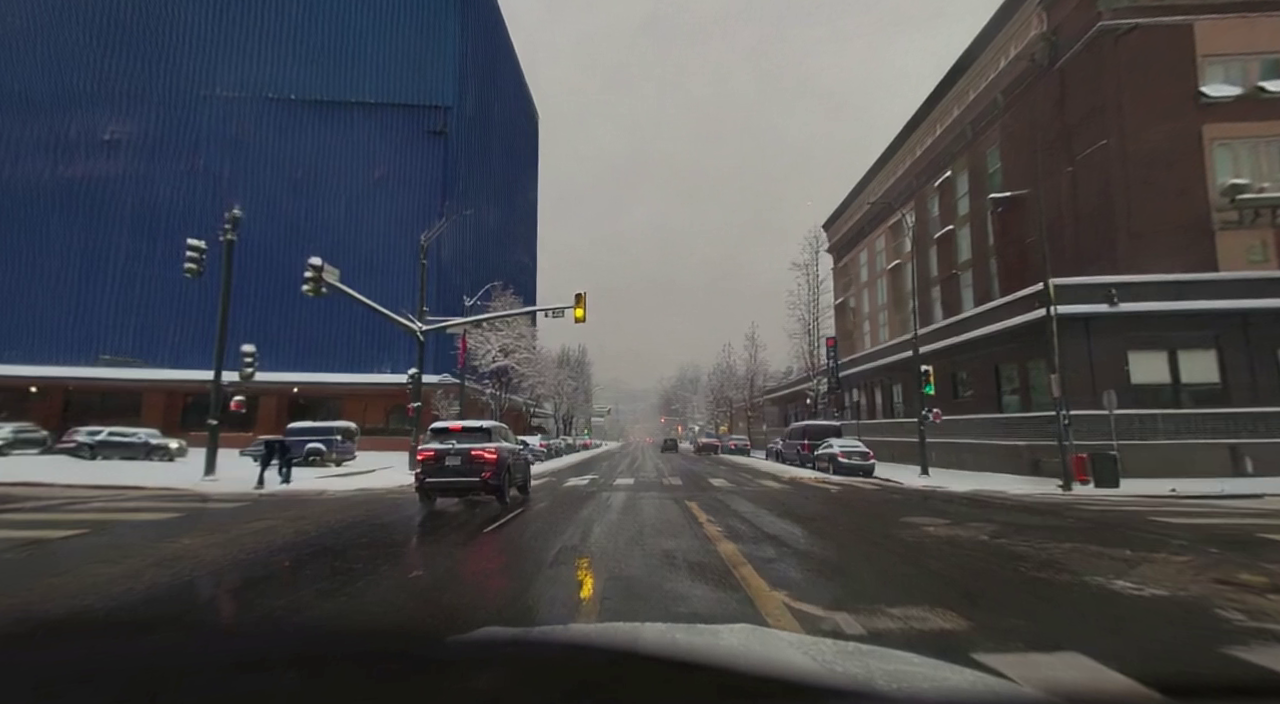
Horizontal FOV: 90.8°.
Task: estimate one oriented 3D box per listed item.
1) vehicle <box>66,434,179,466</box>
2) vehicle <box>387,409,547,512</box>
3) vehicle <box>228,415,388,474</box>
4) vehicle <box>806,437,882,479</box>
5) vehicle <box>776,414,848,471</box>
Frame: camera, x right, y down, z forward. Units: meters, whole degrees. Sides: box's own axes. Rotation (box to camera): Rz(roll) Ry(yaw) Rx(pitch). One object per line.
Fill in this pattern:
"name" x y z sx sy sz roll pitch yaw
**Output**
"vehicle" -25.220 4.769 30.857 3.998 1.423 1.754 0 -6 2
"vehicle" -3.322 2.211 13.187 2.002 1.756 4.366 0 -9 1
"vehicle" -13.524 3.806 26.044 5.188 2.293 2.381 0 -9 -1
"vehicle" 8.826 4.622 27.755 1.854 1.663 4.300 0 -9 0
"vehicle" 9.084 4.895 33.993 2.285 2.778 5.847 0 -9 1
